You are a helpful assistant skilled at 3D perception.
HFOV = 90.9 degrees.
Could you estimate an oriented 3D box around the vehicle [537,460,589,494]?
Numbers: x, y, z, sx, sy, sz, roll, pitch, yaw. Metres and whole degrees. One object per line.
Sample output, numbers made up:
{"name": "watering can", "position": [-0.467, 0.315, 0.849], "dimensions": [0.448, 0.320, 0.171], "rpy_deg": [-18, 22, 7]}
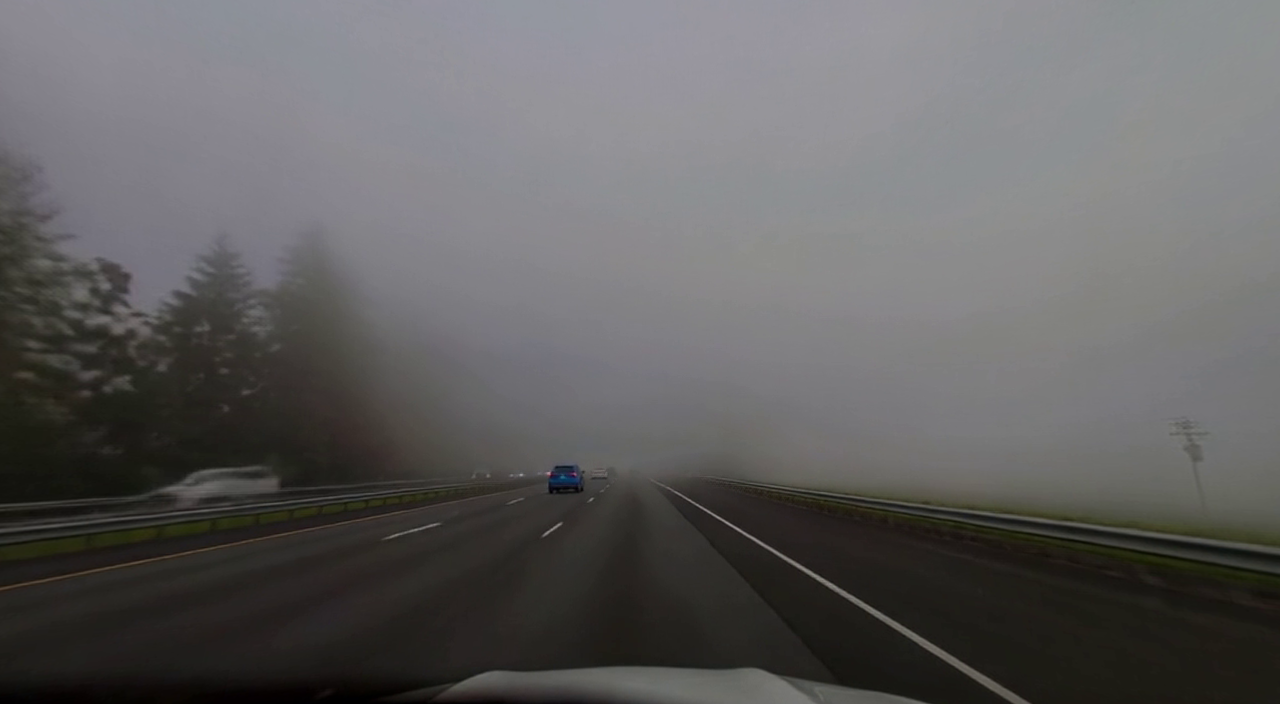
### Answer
{"name": "vehicle", "position": [-3.829, 6.359, 32.182], "dimensions": [2.068, 1.592, 4.479], "rpy_deg": [1, -10, 0]}

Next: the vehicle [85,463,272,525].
{"name": "vehicle", "position": [-13.037, 4.020, 18.264], "dimensions": [1.942, 1.515, 4.576], "rpy_deg": [1, -10, 0]}
